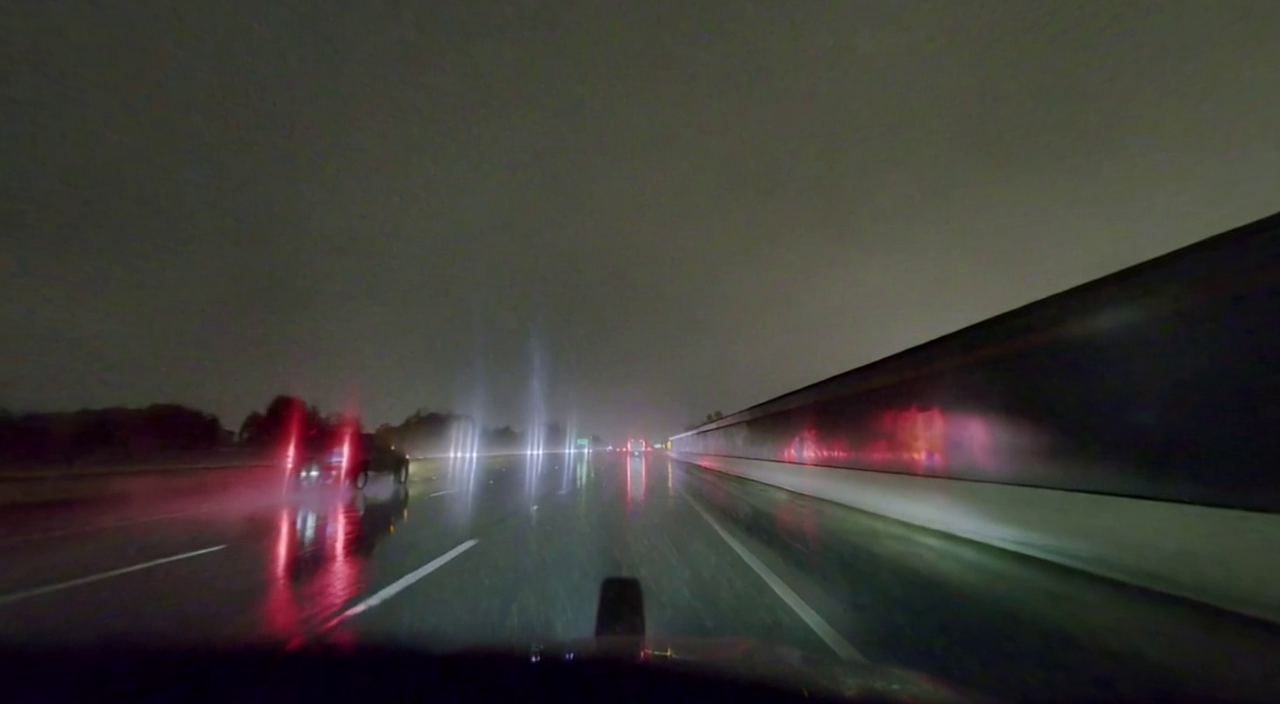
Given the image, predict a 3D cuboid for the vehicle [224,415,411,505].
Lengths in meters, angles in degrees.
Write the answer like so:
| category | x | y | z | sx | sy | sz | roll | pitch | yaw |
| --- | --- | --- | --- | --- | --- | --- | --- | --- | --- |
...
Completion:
| category | x | y | z | sx | sy | sz | roll | pitch | yaw |
| --- | --- | --- | --- | --- | --- | --- | --- | --- | --- |
| vehicle | -8.014 | 2.752 | 16.389 | 2.163 | 1.947 | 4.959 | 0 | -9 | 1 |
